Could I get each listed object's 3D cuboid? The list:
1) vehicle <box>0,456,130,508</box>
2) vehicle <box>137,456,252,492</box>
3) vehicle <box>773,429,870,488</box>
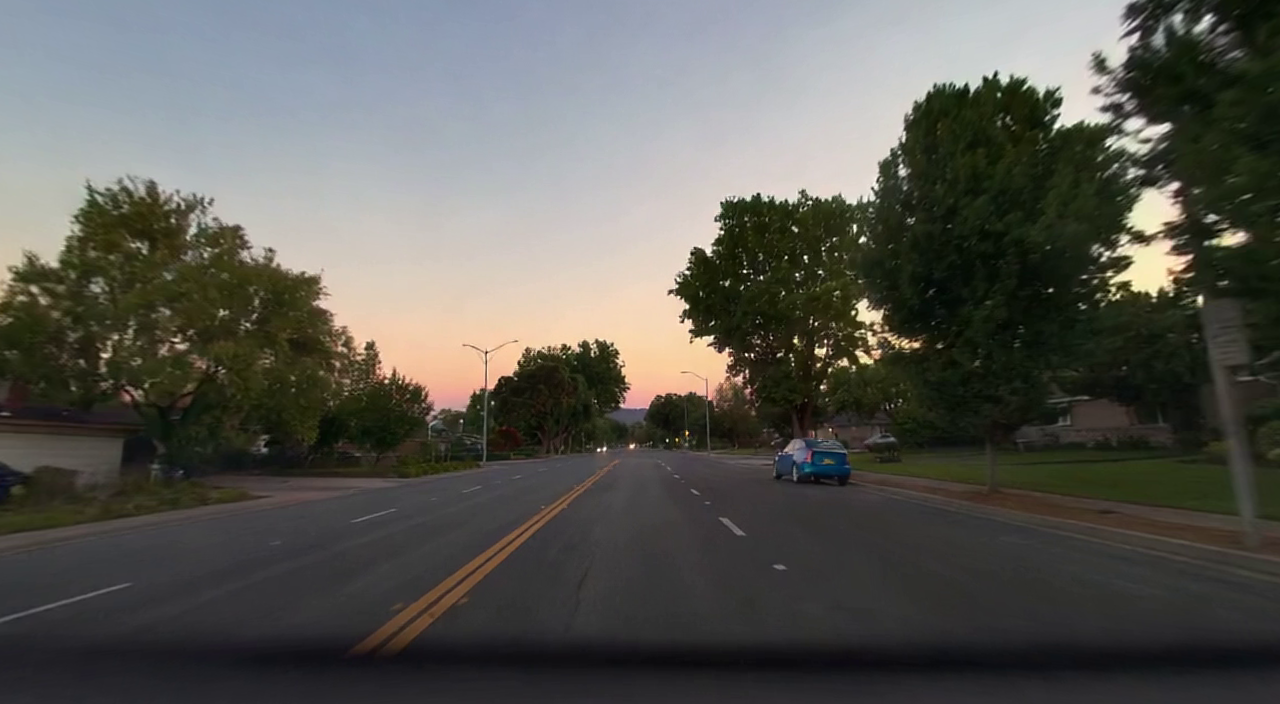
[{"bbox_3d":[-18.238,3.869,18.972,4.209,1.420,1.865,0,-9,2],"label":"vehicle"},{"bbox_3d":[-21.600,5.922,30.754,4.222,1.596,1.968,-2,-8,6],"label":"vehicle"},{"bbox_3d":[6.462,3.865,23.131,2.116,1.844,4.792,2,-9,-1],"label":"vehicle"}]
